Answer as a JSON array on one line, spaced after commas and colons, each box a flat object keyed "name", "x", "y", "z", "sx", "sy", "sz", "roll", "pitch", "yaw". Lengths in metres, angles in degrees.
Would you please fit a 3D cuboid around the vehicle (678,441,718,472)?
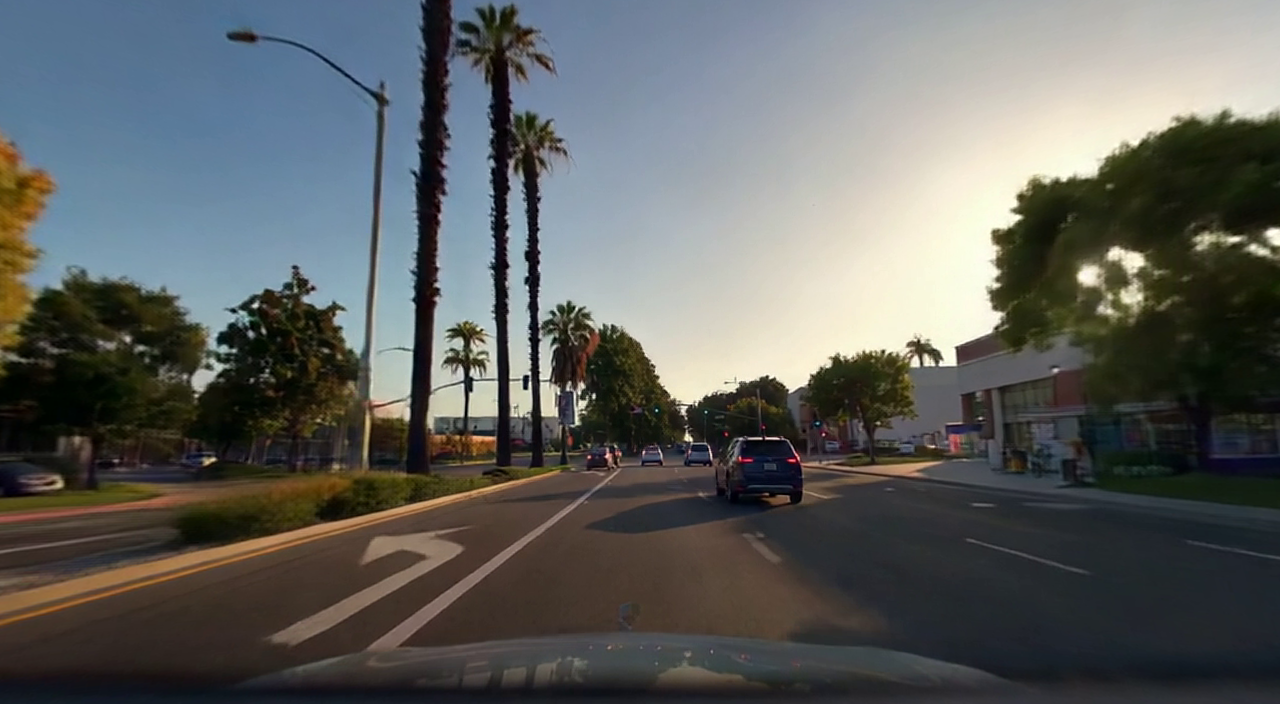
[{"name": "vehicle", "x": 3.803, "y": 6.934, "z": 42.098, "sx": 2.154, "sy": 1.975, "sz": 4.634, "roll": 0, "pitch": -8, "yaw": -1}]

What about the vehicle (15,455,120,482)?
[{"name": "vehicle", "x": -36.025, "y": 7.305, "z": 39.733, "sx": 4.667, "sy": 1.620, "sz": 2.004, "roll": 0, "pitch": -8, "yaw": 2}]

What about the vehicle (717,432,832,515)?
[{"name": "vehicle", "x": 3.118, "y": 2.881, "z": 15.446, "sx": 1.872, "sy": 1.752, "sz": 3.896, "roll": 0, "pitch": -8, "yaw": -1}]

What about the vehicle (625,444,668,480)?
[{"name": "vehicle", "x": 0.310, "y": 5.428, "z": 31.328, "sx": 1.991, "sy": 1.664, "sz": 3.814, "roll": 0, "pitch": -8, "yaw": 0}]

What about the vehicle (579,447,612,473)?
[{"name": "vehicle", "x": -2.800, "y": 6.948, "z": 40.801, "sx": 1.788, "sy": 1.600, "sz": 4.298, "roll": 0, "pitch": -8, "yaw": 1}]
